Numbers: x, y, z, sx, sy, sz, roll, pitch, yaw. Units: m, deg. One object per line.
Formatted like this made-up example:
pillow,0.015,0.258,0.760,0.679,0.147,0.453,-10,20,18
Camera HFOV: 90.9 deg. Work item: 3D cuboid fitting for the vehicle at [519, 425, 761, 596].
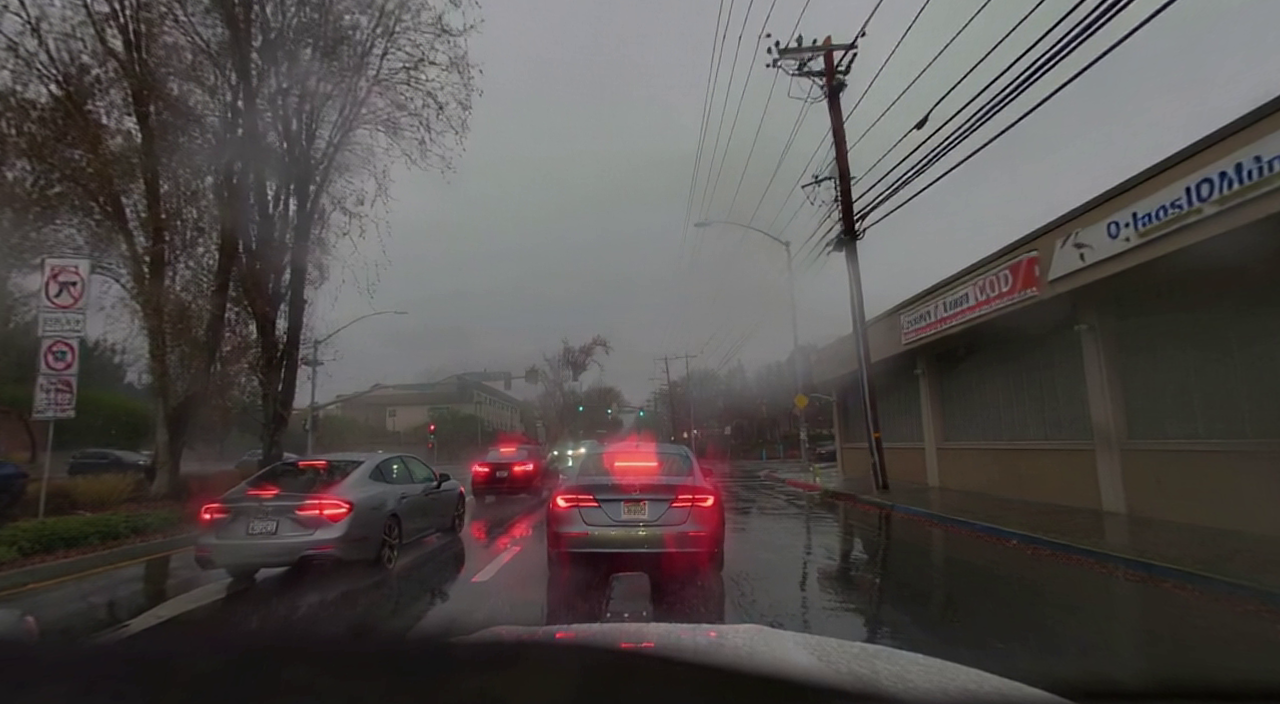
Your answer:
vehicle,-0.009,1.680,7.537,2.101,1.469,3.955,0,-9,0

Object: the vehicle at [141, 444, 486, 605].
vehicle,-3.231,1.742,7.321,1.765,1.319,4.013,0,-9,2
